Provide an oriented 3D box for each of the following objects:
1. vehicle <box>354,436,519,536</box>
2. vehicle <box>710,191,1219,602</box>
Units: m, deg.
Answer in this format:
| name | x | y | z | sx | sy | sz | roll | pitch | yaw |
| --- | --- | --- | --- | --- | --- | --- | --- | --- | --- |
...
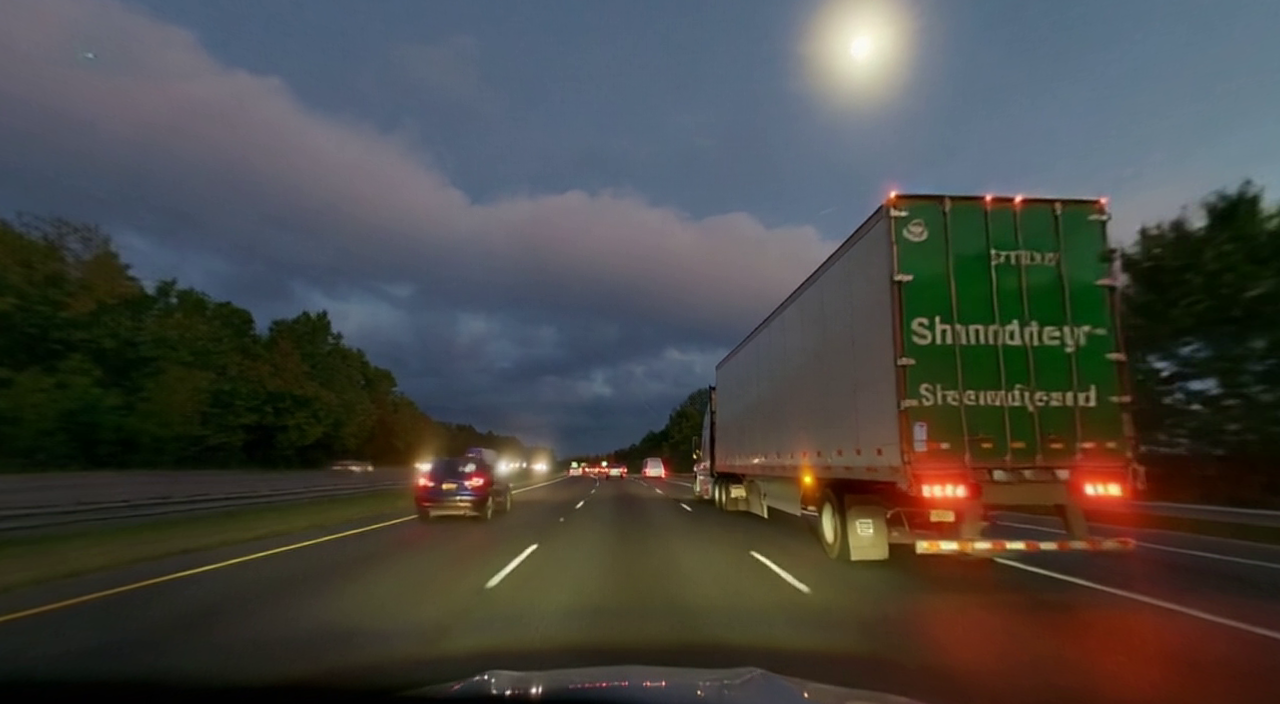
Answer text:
| name | x | y | z | sx | sy | sz | roll | pitch | yaw |
| --- | --- | --- | --- | --- | --- | --- | --- | --- | --- |
| vehicle | -4.122 | 2.849 | 13.748 | 2.070 | 1.775 | 4.646 | 1 | -10 | -1 |
| vehicle | 4.037 | 1.614 | 13.475 | 2.992 | 4.300 | 13.967 | 1 | -10 | -2 |
